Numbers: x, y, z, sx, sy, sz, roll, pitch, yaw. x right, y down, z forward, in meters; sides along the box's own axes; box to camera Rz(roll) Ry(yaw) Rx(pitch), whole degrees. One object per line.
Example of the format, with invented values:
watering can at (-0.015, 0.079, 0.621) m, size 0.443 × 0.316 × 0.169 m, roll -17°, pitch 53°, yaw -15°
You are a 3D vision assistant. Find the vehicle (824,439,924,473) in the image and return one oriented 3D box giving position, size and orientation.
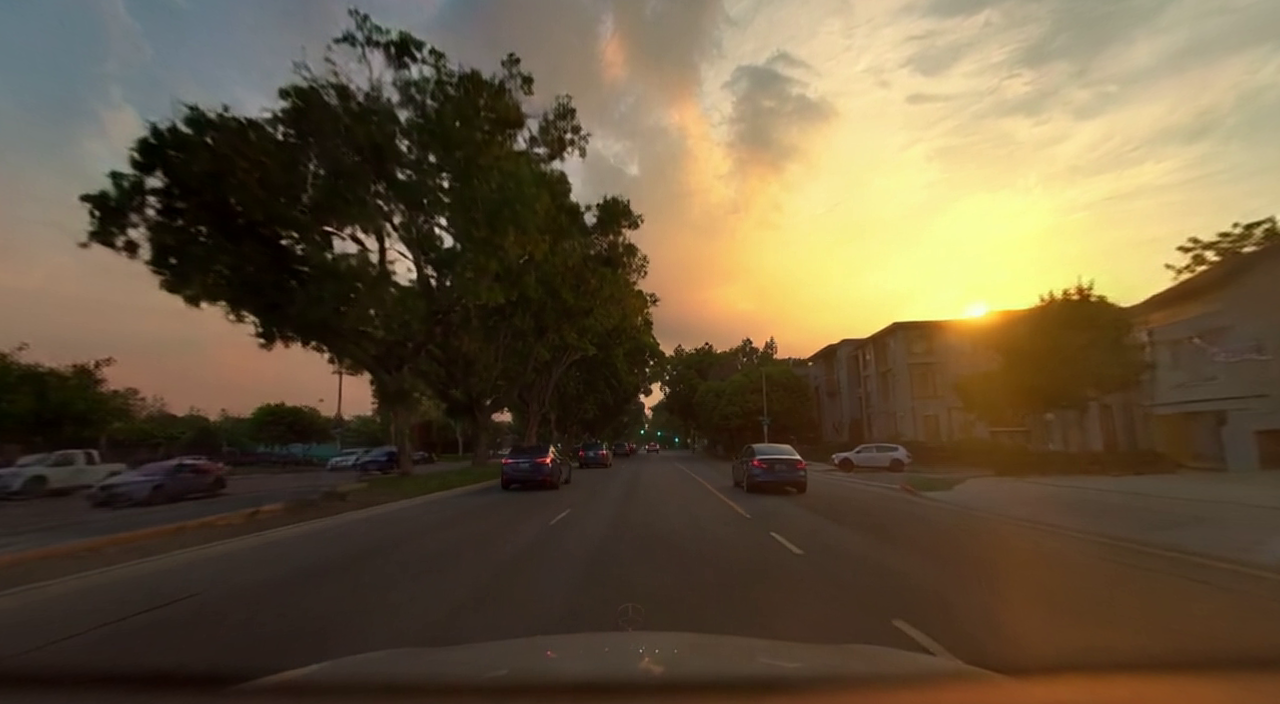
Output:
vehicle at (12.501, 5.579, 34.032) m, size 4.717 × 1.733 × 1.994 m, roll -1°, pitch -9°, yaw 10°

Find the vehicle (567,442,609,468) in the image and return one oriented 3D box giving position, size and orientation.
vehicle at (-3.066, 6.179, 38.000) m, size 1.988 × 1.497 × 4.404 m, roll 0°, pitch -8°, yaw 3°

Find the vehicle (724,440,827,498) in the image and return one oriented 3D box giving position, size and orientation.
vehicle at (3.847, 3.384, 18.738) m, size 2.010 × 1.486 × 4.498 m, roll 0°, pitch -8°, yaw 0°

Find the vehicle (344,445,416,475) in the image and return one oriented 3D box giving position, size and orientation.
vehicle at (-18.145, 7.521, 44.338) m, size 2.345 × 1.906 × 6.020 m, roll 0°, pitch -8°, yaw 2°

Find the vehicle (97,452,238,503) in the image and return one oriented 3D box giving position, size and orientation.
vehicle at (-15.991, 4.227, 21.614) m, size 1.804 × 1.502 × 3.839 m, roll 0°, pitch -8°, yaw 1°

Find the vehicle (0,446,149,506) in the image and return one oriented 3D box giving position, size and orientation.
vehicle at (-22.481, 4.735, 24.608) m, size 2.928 × 2.070 × 4.368 m, roll 0°, pitch -8°, yaw 3°

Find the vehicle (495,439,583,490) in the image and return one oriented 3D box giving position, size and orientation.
vehicle at (-3.143, 3.607, 20.615) m, size 2.053 × 1.480 × 4.381 m, roll 0°, pitch -8°, yaw 2°
